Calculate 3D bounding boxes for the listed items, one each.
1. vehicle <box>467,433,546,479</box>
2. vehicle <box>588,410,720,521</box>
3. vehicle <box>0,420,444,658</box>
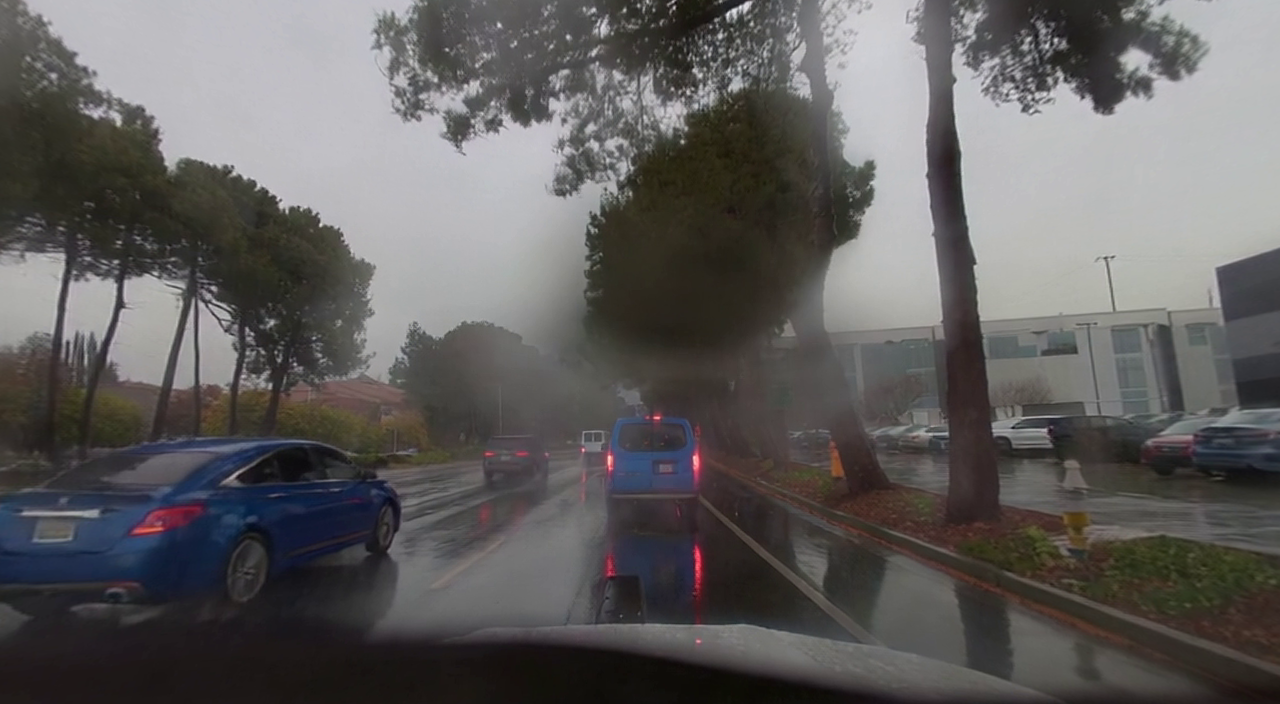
[{"bbox_3d":[-5.313,4.211,25.838,2.116,1.714,4.757,0,-8,1],"label":"vehicle"},{"bbox_3d":[0.300,2.198,12.649,2.173,1.830,4.189,0,-9,2],"label":"vehicle"},{"bbox_3d":[-3.901,1.530,6.445,1.991,1.459,4.813,-1,-9,4],"label":"vehicle"}]
